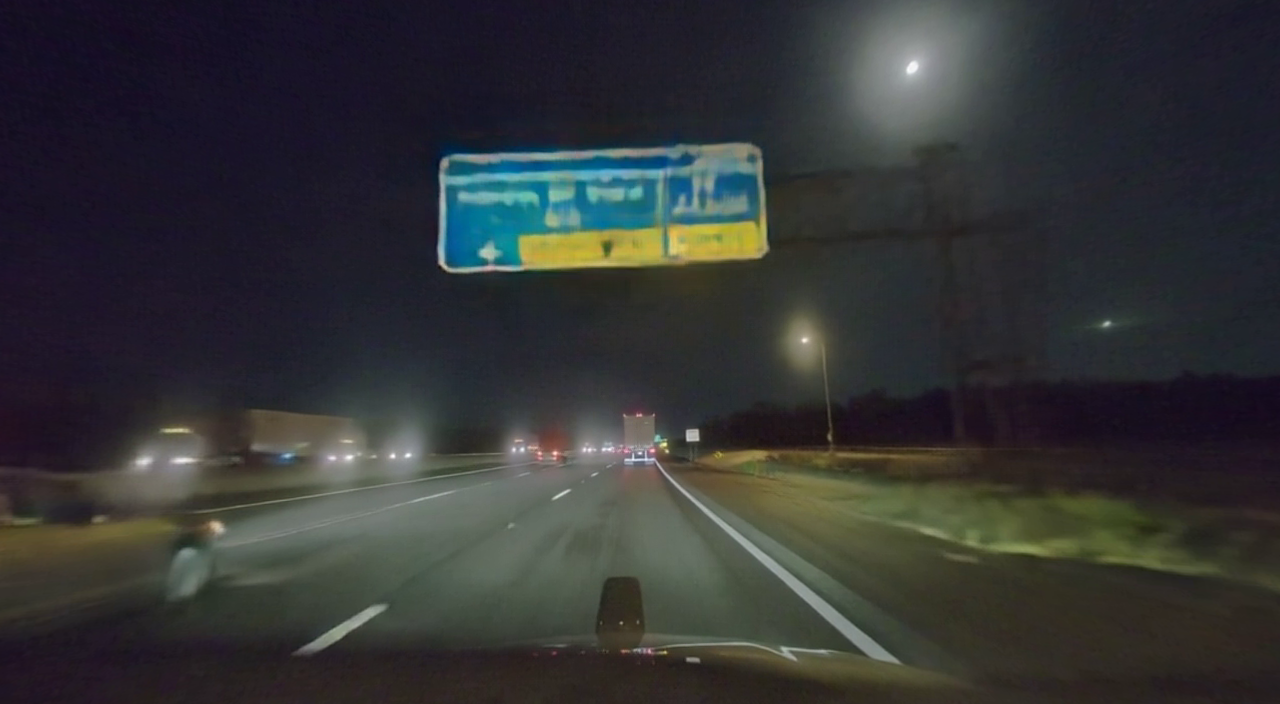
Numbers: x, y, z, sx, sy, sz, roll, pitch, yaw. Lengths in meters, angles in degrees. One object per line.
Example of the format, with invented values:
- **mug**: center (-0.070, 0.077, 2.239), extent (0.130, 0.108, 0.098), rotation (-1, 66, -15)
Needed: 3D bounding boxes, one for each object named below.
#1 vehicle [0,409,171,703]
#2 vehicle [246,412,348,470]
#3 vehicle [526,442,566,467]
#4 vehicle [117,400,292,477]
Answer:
- **vehicle**: center (-4.066, 0.891, 2.068), extent (2.024, 1.515, 3.907), rotation (0, -9, 0)
- **vehicle**: center (-25.365, 6.716, 47.262), extent (2.879, 3.905, 8.219), rotation (0, -9, 0)
- **vehicle**: center (-6.543, 7.208, 44.360), extent (2.067, 1.676, 4.789), rotation (0, -9, 1)
- **vehicle**: center (-25.381, 5.274, 37.817), extent (2.961, 3.925, 10.312), rotation (0, -9, 1)
